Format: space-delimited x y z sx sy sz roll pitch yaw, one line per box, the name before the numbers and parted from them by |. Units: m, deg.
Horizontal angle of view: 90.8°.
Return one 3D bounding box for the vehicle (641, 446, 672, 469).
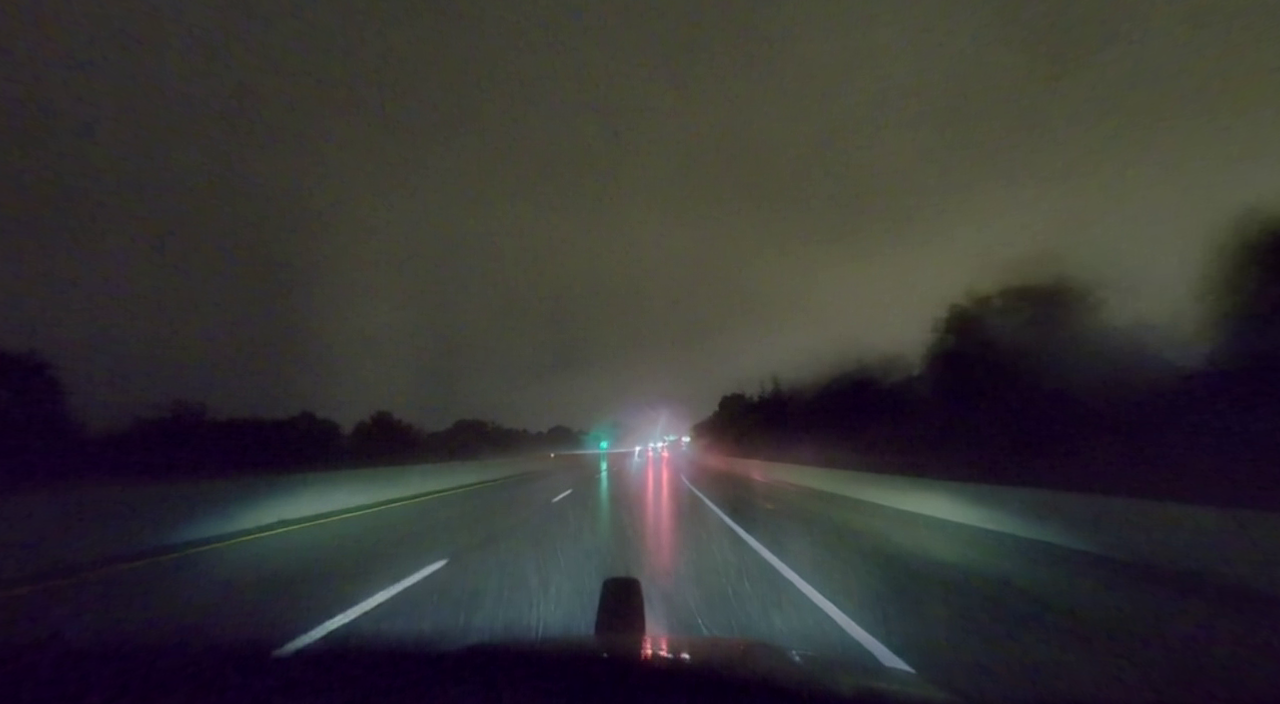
vehicle | 1.272 7.867 47.295 2.221 1.603 4.149 -1 -9 2
